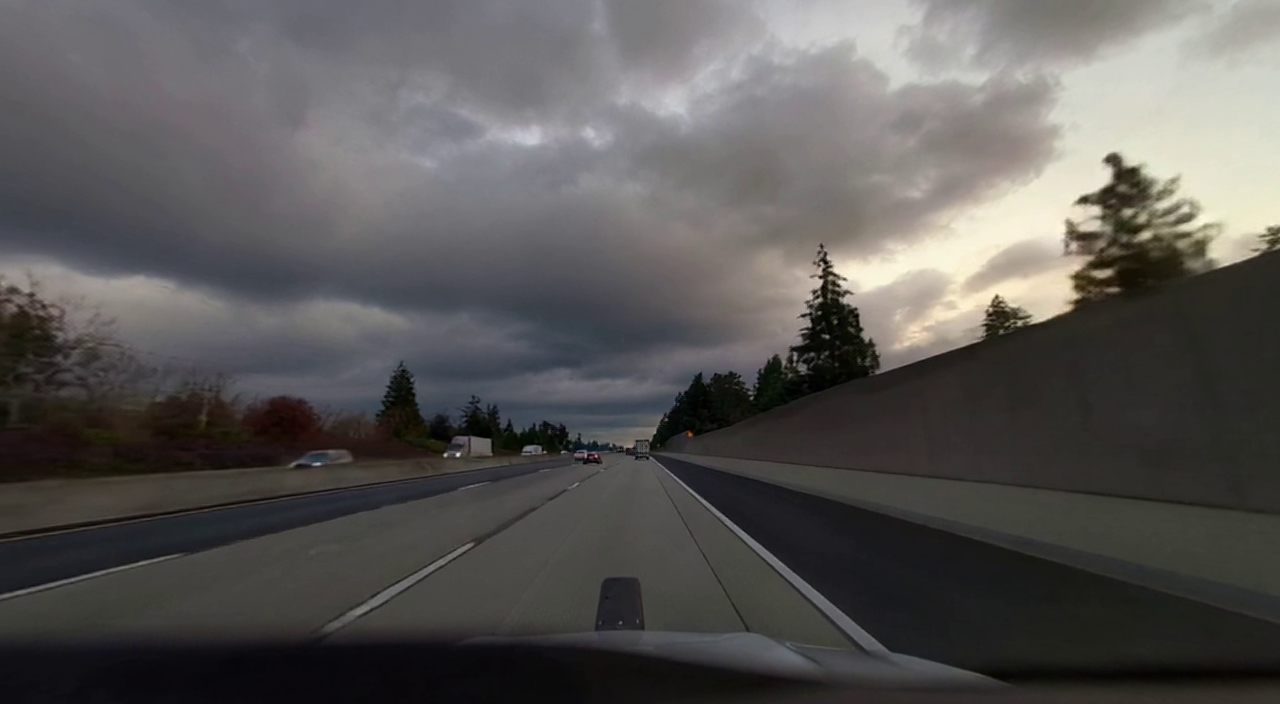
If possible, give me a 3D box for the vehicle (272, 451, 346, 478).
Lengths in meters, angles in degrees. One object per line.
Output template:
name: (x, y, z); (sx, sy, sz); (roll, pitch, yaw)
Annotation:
vehicle: (-19.160, 6.521, 36.745); (1.876, 1.475, 4.484); (0, -9, 0)
